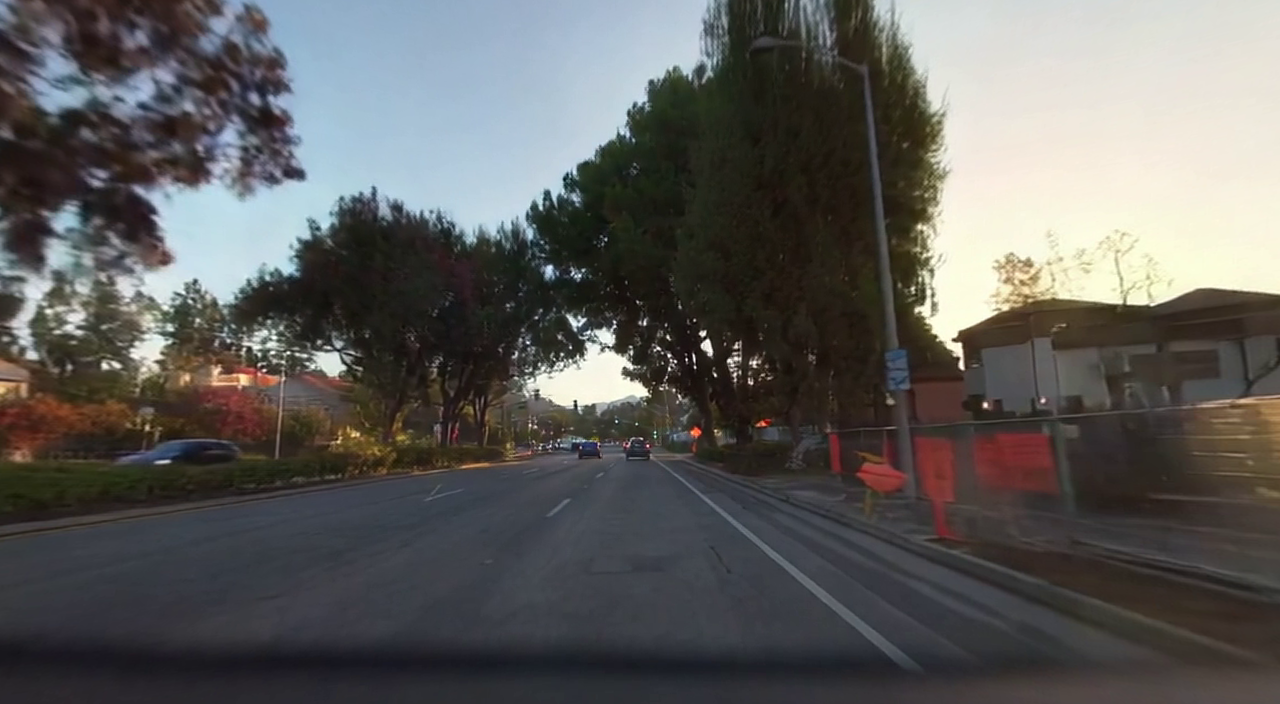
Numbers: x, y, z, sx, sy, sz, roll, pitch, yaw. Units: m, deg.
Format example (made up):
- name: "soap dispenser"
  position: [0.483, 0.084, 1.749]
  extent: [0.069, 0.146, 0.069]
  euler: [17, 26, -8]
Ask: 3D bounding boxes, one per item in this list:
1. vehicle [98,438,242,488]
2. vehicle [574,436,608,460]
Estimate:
- name: "vehicle"
  position: [-17.550, 4.137, 23.855]
  extent: [1.986, 1.711, 4.379]
  euler: [0, -9, 1]
- name: "vehicle"
  position: [-3.645, 7.279, 47.765]
  extent: [2.198, 1.663, 4.519]
  euler: [0, -8, 0]
